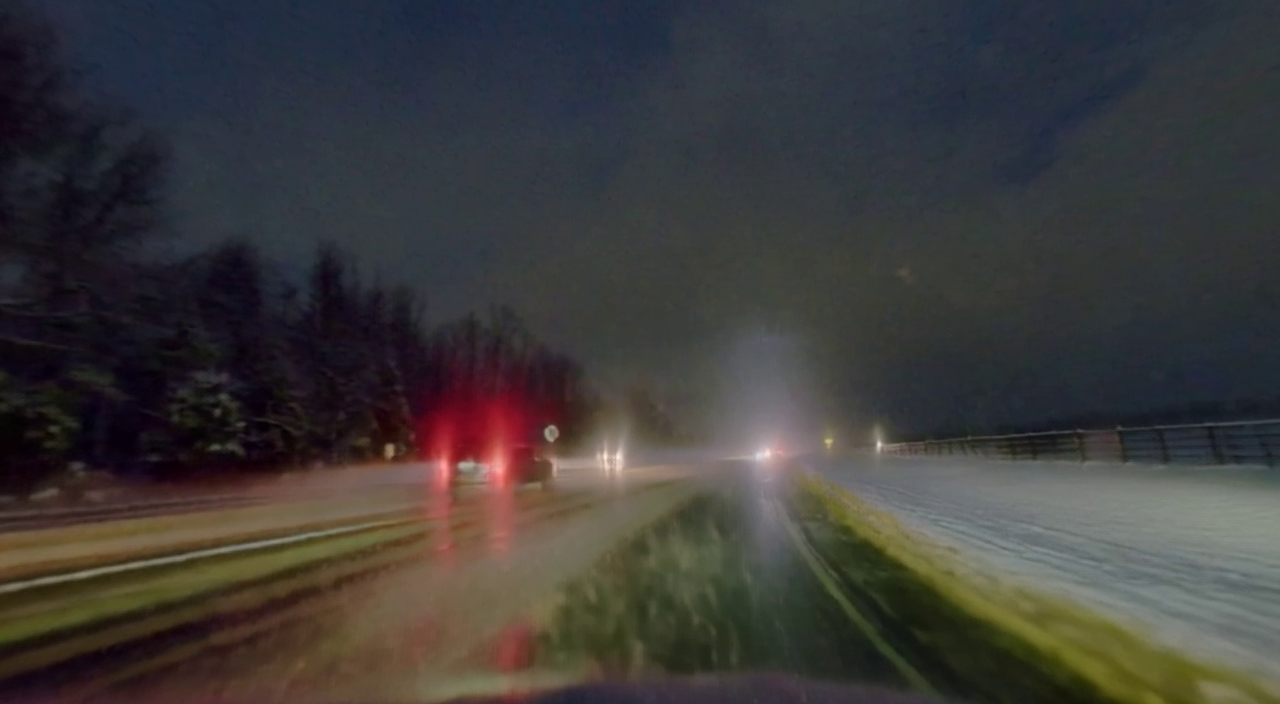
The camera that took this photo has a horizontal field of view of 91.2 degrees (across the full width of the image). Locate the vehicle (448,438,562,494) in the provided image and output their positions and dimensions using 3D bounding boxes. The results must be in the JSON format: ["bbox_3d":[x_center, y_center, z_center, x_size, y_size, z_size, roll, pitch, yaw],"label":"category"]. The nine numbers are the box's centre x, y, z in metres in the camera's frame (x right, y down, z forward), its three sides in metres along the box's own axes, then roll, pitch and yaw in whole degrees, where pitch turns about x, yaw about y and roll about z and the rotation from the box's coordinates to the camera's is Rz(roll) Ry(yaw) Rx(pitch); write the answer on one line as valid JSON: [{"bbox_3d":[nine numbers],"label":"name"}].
[{"bbox_3d":[-4.388,3.764,21.058,2.106,1.679,3.908,-3,-9,16],"label":"vehicle"}]
